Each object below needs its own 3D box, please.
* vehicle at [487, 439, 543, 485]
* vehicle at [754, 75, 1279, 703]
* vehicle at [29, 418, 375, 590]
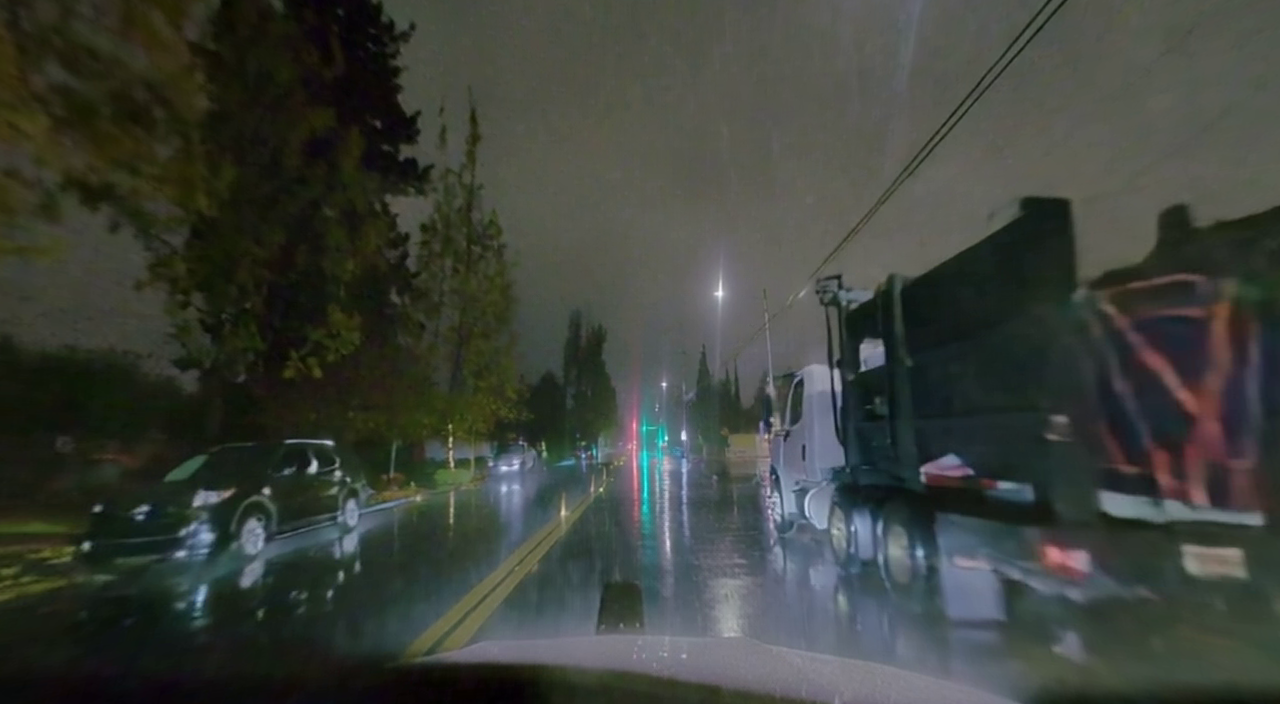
[{"bbox_3d":[-5.788,5.096,29.678,2.087,1.835,4.445,-1,-7,-5],"label":"vehicle"},{"bbox_3d":[3.199,0.608,6.556,2.750,3.440,6.535,0,-8,0],"label":"vehicle"},{"bbox_3d":[-6.207,2.145,9.901,2.210,1.849,4.638,-4,-8,-2],"label":"vehicle"}]
